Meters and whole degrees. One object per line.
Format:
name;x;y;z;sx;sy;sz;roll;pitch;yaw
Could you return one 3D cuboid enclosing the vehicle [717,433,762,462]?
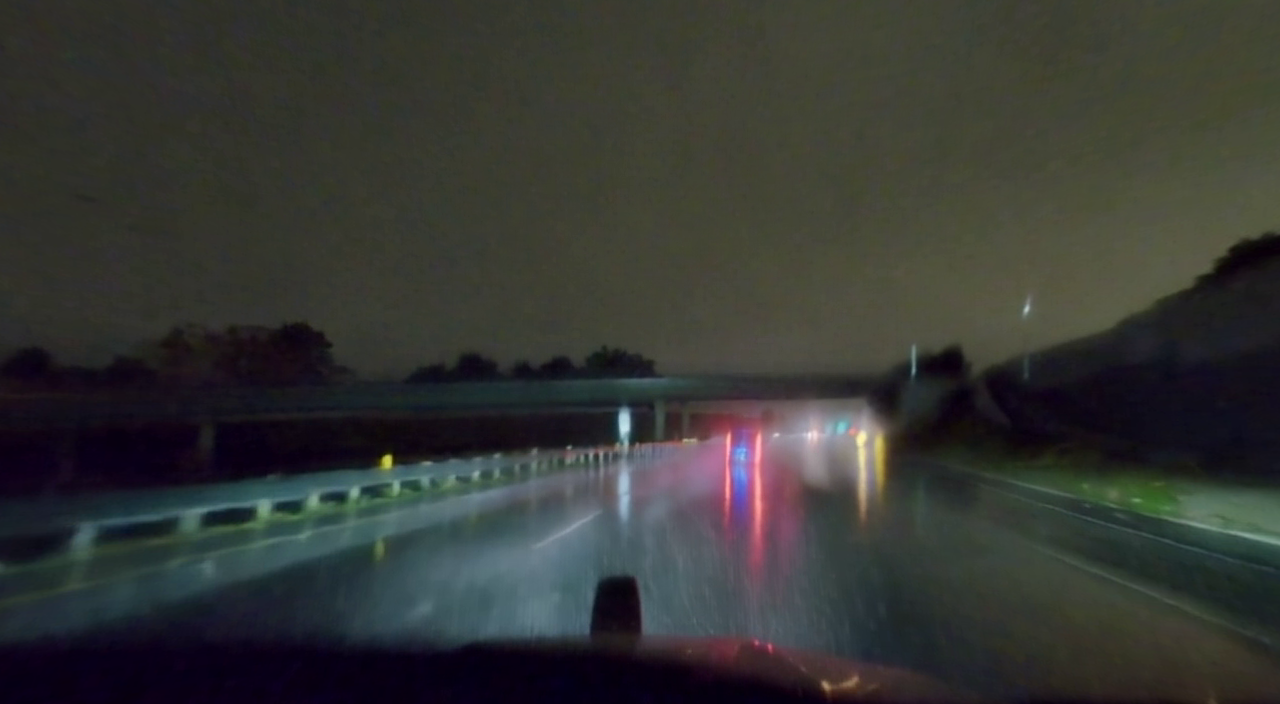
vehicle;5.332;5.045;33.309;2.028;1.440;3.970;-2;-9;13
